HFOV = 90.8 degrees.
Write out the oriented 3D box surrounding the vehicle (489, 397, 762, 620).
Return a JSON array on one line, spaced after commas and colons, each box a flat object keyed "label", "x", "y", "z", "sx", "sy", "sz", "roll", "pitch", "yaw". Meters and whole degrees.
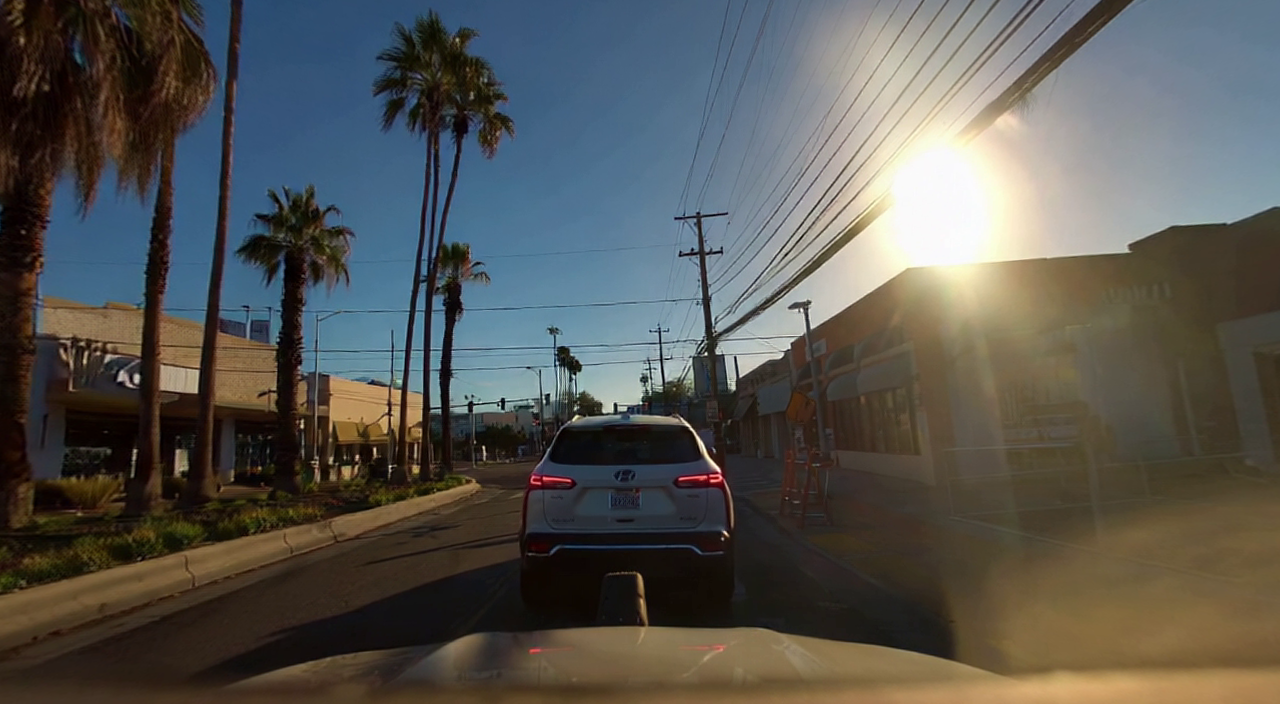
[{"label": "vehicle", "x": -0.196, "y": 1.482, "z": 6.849, "sx": 2.105, "sy": 1.702, "sz": 3.750, "roll": 0, "pitch": -8, "yaw": -3}]
